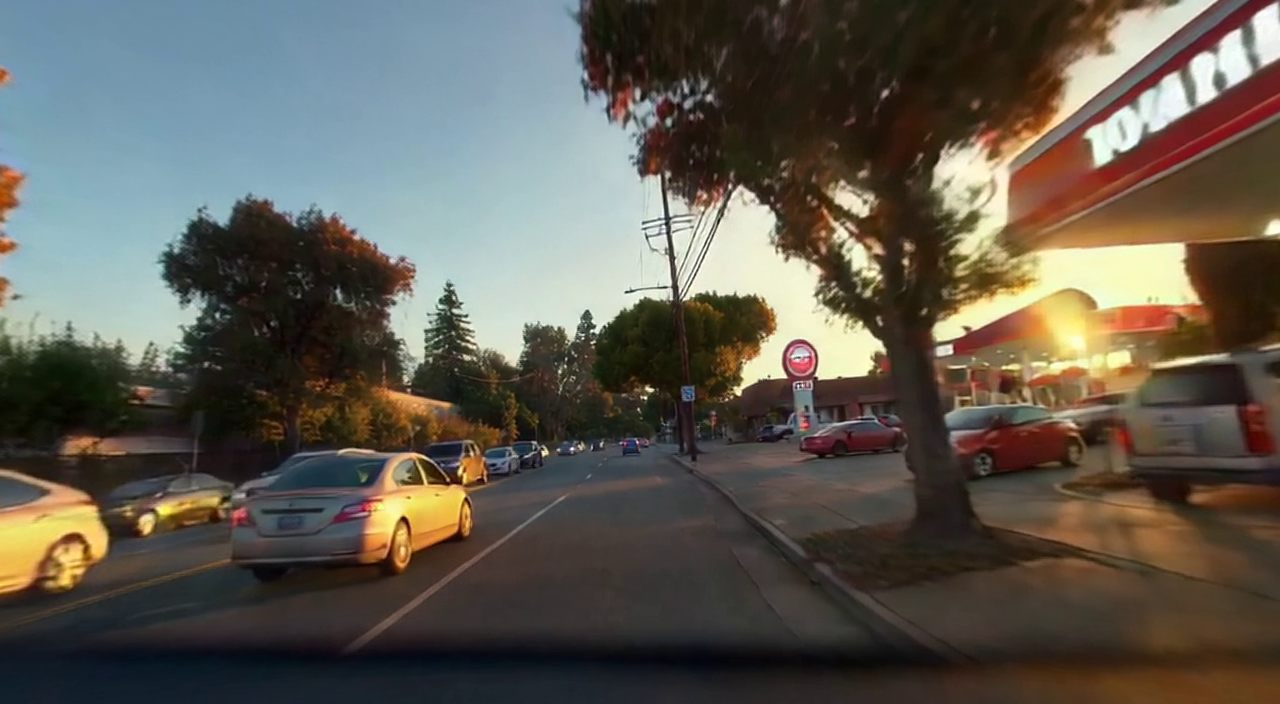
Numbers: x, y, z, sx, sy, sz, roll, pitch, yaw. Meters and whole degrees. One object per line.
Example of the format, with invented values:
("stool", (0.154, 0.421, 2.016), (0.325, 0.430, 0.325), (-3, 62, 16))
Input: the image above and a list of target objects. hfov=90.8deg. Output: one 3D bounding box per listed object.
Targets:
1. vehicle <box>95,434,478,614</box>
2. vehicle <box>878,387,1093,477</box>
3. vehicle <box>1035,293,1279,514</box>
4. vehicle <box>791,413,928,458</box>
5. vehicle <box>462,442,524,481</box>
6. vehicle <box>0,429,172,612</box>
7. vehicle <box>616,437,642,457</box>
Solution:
("vehicle", (-3.500, 1.752, 7.489), (1.943, 1.455, 4.414), (0, -8, 1))
("vehicle", (7.478, 1.749, 13.634), (4.344, 1.674, 1.912), (4, -10, -29))
("vehicle", (7.927, 0.769, 8.002), (5.441, 2.056, 2.552), (4, -10, -30))
("vehicle", (8.196, 3.129, 23.537), (4.713, 1.518, 2.035), (4, -9, -27))
("vehicle", (-6.637, 4.963, 28.991), (1.863, 1.506, 4.597), (-3, -9, -2))
("vehicle", (-6.997, 1.620, 5.542), (2.017, 1.681, 5.186), (-6, -9, -2))
("vehicle", (-0.793, 7.245, 48.274), (1.909, 1.482, 4.390), (0, -8, 0))
